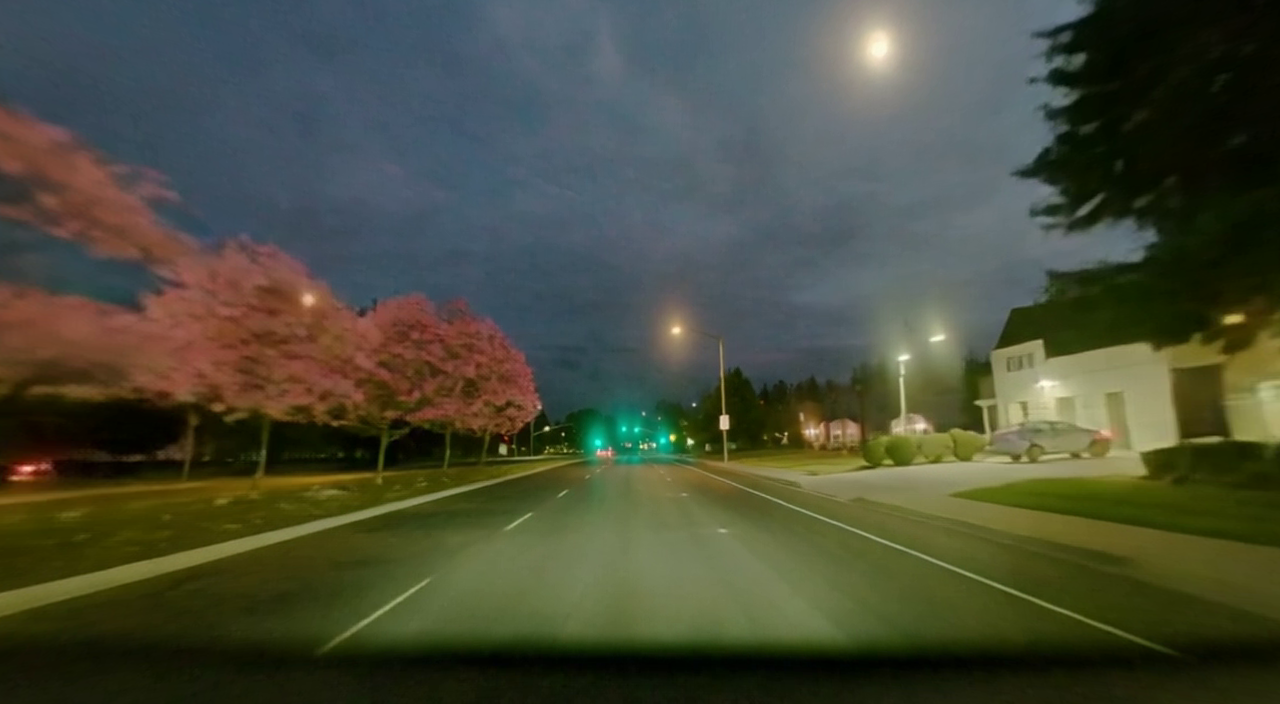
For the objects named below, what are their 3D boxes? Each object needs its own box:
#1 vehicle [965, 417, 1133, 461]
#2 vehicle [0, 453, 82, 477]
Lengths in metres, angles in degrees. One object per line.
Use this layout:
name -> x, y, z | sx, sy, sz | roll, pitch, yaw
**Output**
vehicle -> 15.185, 3.266, 23.664 | 4.877, 1.592, 1.913 | 0, -8, 2
vehicle -> -45.906, 8.583, 48.225 | 4.530, 1.734, 2.066 | 0, -8, -2
